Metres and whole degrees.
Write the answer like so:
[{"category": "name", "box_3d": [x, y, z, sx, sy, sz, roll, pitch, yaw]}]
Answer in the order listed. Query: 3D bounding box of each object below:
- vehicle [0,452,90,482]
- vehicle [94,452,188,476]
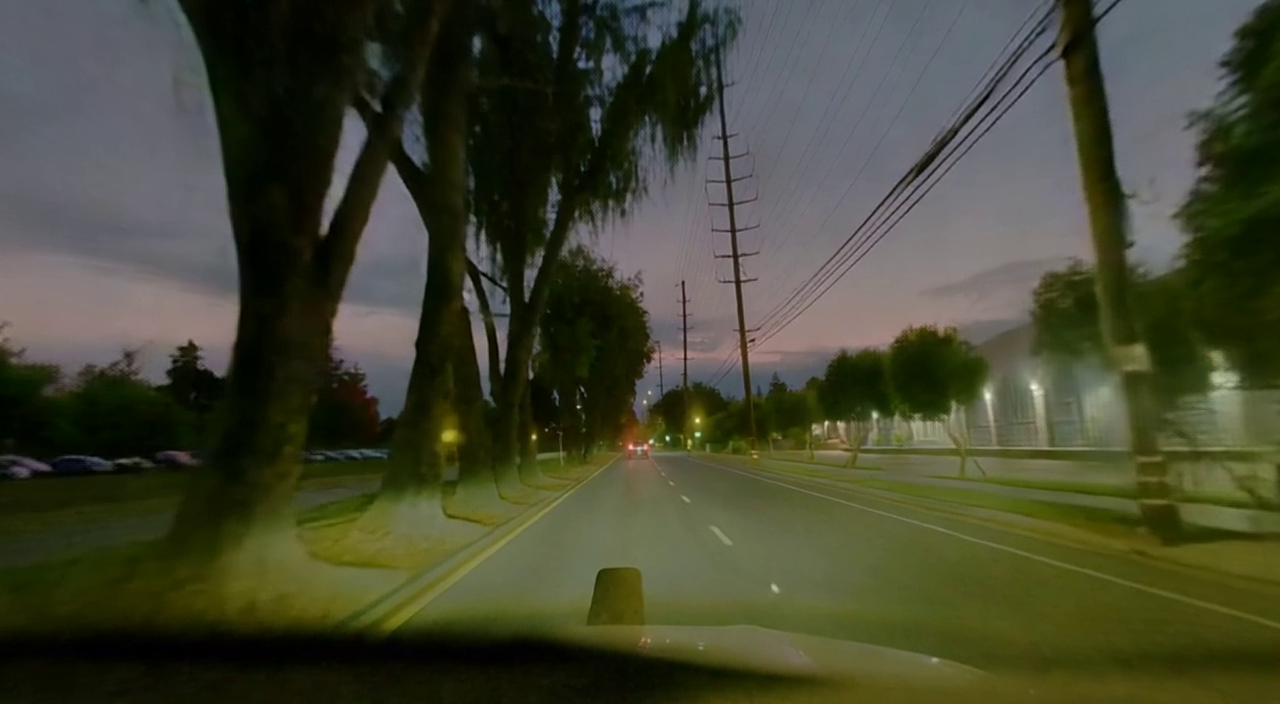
[{"category": "vehicle", "box_3d": [-34.094, 6.432, 35.488, 4.551, 1.559, 1.967, -1, -9, 2]}, {"category": "vehicle", "box_3d": [-33.624, 7.539, 42.641, 4.557, 1.493, 2.049, 0, -9, 0]}]
